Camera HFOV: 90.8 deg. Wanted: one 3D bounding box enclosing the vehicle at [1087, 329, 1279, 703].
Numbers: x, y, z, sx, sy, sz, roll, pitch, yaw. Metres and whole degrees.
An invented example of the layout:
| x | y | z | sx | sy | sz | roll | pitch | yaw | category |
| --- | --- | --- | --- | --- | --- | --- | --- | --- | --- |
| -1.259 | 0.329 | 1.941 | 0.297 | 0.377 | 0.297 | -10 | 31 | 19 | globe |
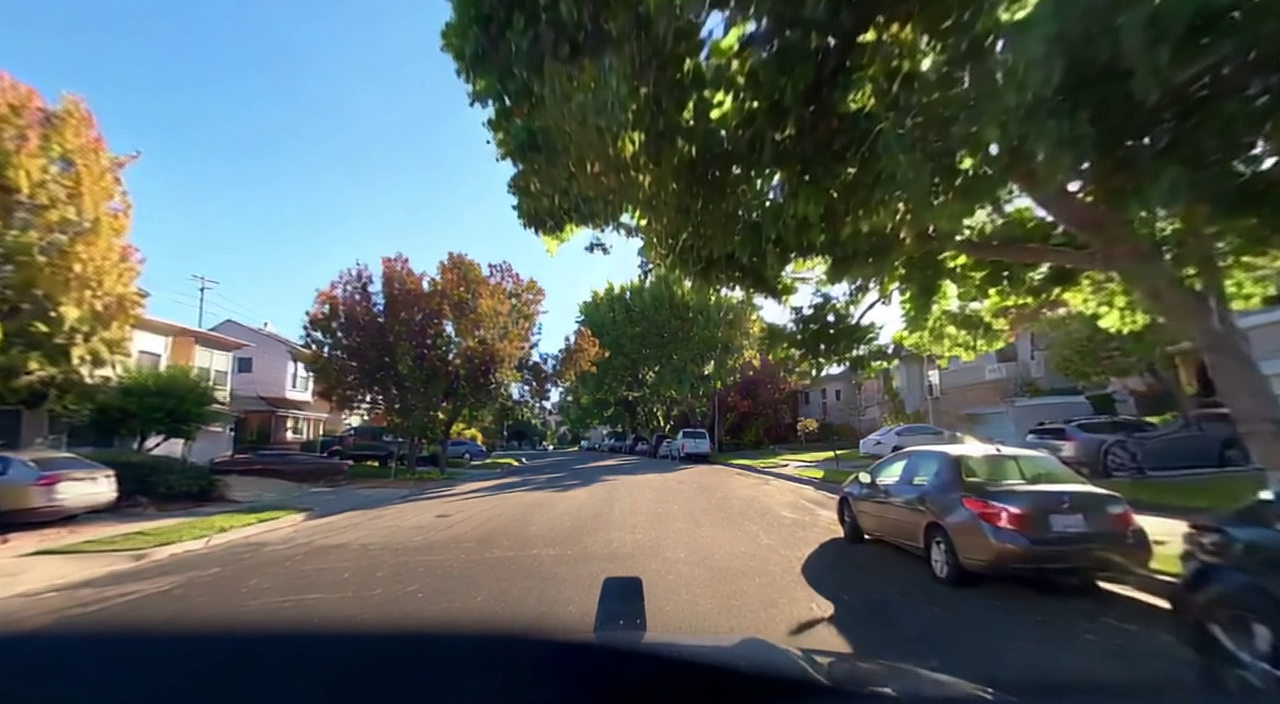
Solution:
| x | y | z | sx | sy | sz | roll | pitch | yaw | category |
| --- | --- | --- | --- | --- | --- | --- | --- | --- | --- |
| 3.699 | 0.613 | 1.030 | 2.161 | 1.854 | 5.289 | -1 | -8 | 2 | vehicle |

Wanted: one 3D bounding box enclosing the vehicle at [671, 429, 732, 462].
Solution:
| x | y | z | sx | sy | sz | roll | pitch | yaw | category |
| --- | --- | --- | --- | --- | --- | --- | --- | --- | --- |
| 3.718 | 5.821 | 39.566 | 2.715 | 1.900 | 6.163 | 1 | -8 | -5 | vehicle |

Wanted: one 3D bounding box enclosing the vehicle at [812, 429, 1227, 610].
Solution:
| x | y | z | sx | sy | sz | roll | pitch | yaw | category |
| --- | --- | --- | --- | --- | --- | --- | --- | --- | --- |
| 3.792 | 1.722 | 7.638 | 2.132 | 1.478 | 4.685 | 0 | -8 | 0 | vehicle |
